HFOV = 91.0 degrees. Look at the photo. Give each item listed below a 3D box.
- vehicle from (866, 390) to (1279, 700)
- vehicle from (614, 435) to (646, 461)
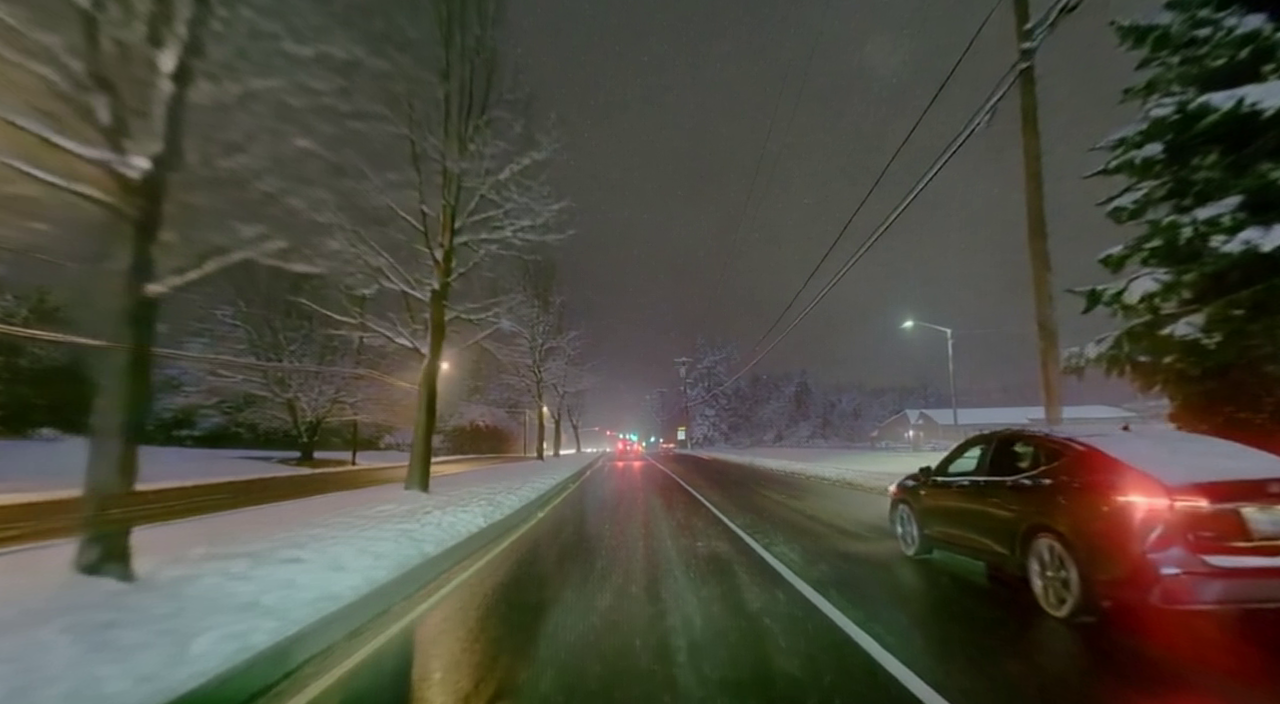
[{"bbox_3d":[4.158,1.373,5.809,2.235,1.597,4.918,0,-9,-1],"label":"vehicle"},{"bbox_3d":[-0.783,6.950,45.602,2.189,1.776,4.342,0,-9,-3],"label":"vehicle"}]
